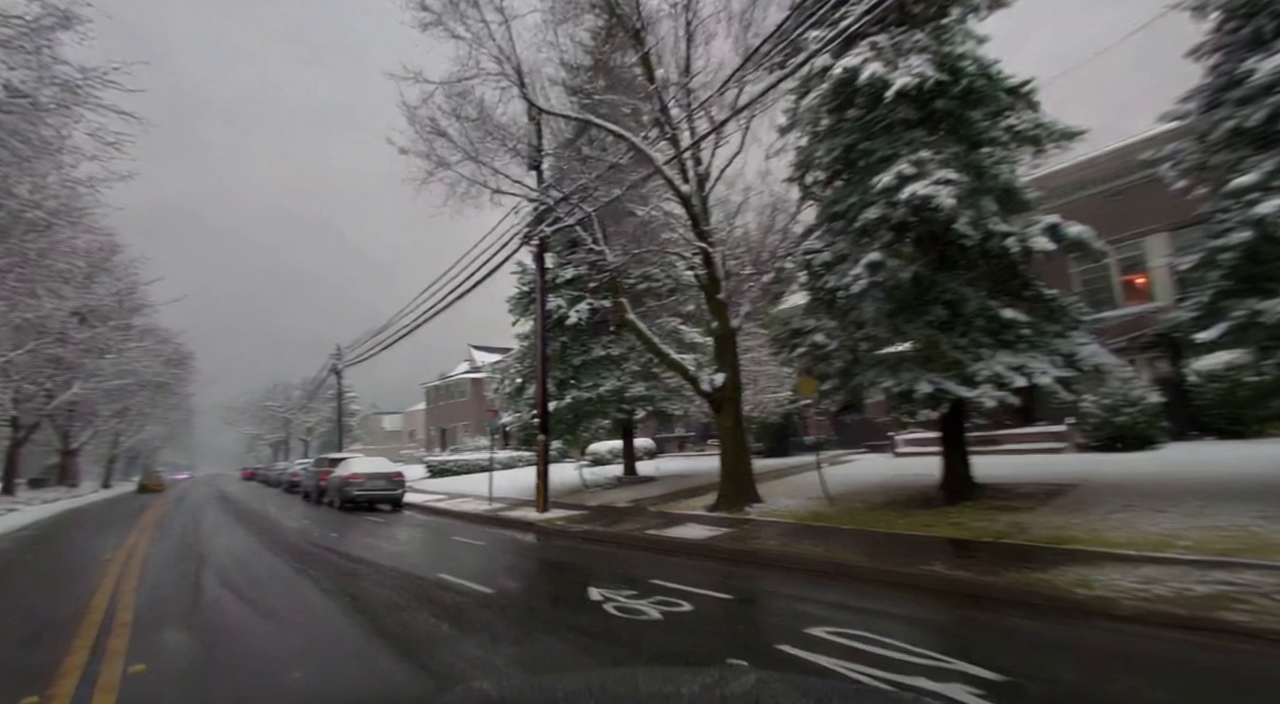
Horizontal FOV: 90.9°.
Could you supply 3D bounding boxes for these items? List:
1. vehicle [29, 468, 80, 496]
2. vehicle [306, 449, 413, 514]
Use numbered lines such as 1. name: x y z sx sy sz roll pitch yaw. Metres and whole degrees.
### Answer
1. vehicle: -42.548 9.415 45.931 2.331 1.696 4.861 6 -11 -39
2. vehicle: -9.163 4.036 20.361 2.078 1.738 5.133 5 -10 -35
